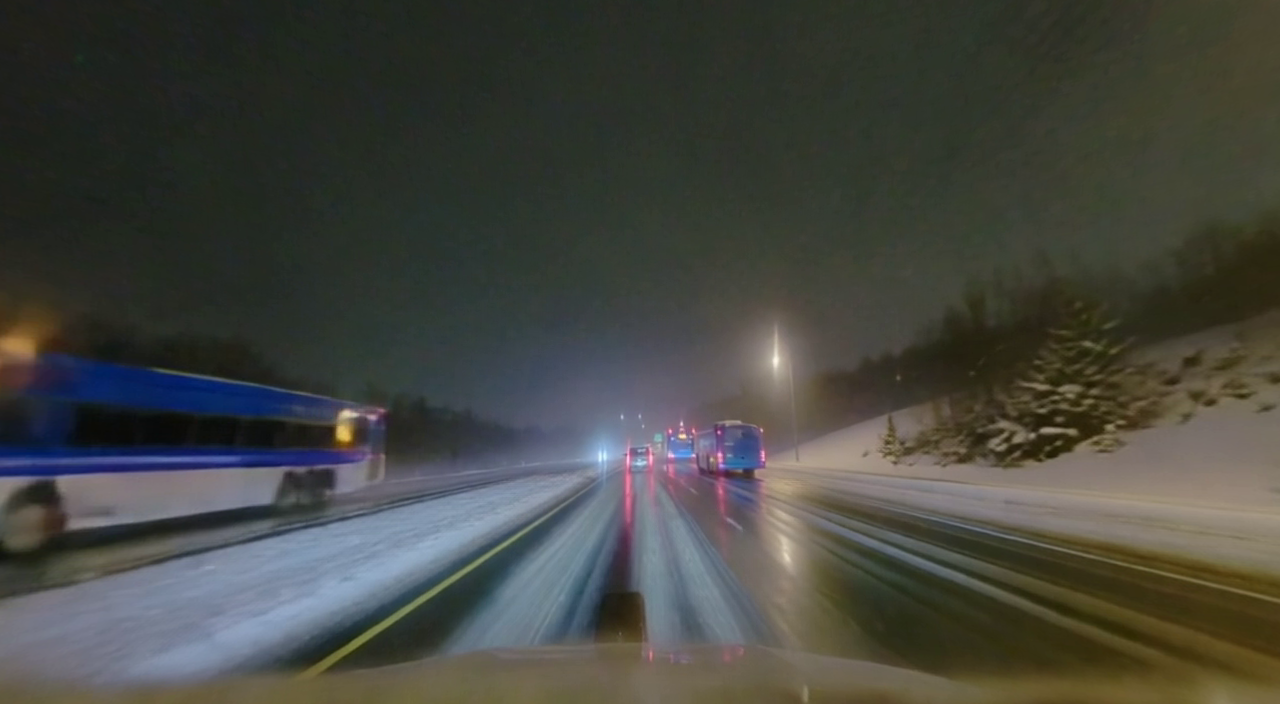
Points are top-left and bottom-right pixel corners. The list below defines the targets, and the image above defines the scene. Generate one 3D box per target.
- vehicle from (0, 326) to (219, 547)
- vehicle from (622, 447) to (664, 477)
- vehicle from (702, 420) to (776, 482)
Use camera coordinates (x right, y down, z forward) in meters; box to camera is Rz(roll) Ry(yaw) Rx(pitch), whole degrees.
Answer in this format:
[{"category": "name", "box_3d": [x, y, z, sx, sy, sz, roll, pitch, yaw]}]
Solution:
[{"category": "vehicle", "box_3d": [-13.207, 1.958, 14.127, 2.999, 4.011, 6.198, 0, -9, 1]}, {"category": "vehicle", "box_3d": [0.132, 5.617, 32.307, 2.004, 1.449, 3.817, 0, -9, 0]}, {"category": "vehicle", "box_3d": [4.467, 4.624, 29.489, 2.440, 2.555, 5.957, 0, -9, 0]}]
